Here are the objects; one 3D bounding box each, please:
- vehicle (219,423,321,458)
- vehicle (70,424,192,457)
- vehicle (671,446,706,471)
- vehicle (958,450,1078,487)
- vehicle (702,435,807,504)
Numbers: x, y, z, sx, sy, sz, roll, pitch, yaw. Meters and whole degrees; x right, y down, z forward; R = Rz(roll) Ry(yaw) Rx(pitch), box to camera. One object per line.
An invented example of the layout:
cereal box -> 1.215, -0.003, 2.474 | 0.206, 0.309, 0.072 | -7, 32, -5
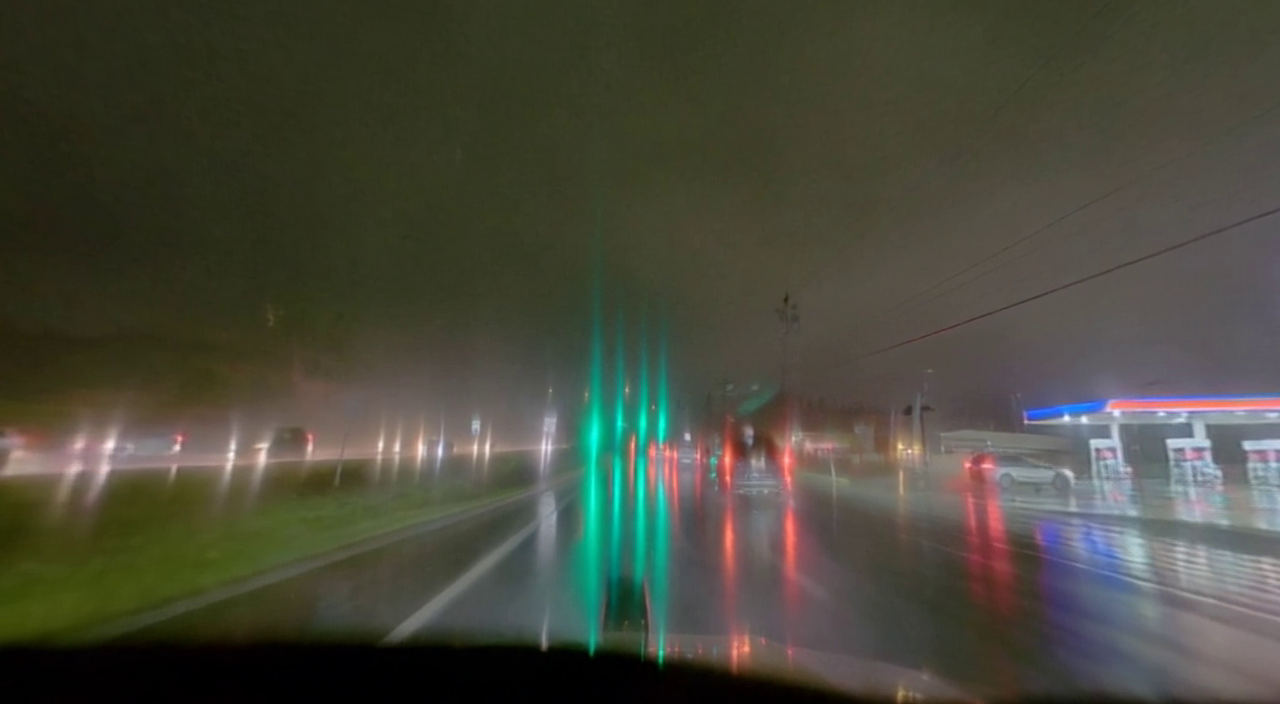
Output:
vehicle -> -19.858, 4.823, 34.177 | 2.037, 1.761, 5.401 | -1, -8, 3
vehicle -> -23.806, 4.194, 29.732 | 1.848, 1.450, 4.502 | 0, -8, 3
vehicle -> 3.203, 7.166, 42.586 | 2.012, 1.612, 4.114 | 0, -8, 0
vehicle -> 18.252, 5.610, 30.557 | 4.587, 1.710, 1.969 | 1, -9, -6
vehicle -> 3.252, 3.442, 18.991 | 2.184, 1.777, 4.712 | 0, -8, -1
